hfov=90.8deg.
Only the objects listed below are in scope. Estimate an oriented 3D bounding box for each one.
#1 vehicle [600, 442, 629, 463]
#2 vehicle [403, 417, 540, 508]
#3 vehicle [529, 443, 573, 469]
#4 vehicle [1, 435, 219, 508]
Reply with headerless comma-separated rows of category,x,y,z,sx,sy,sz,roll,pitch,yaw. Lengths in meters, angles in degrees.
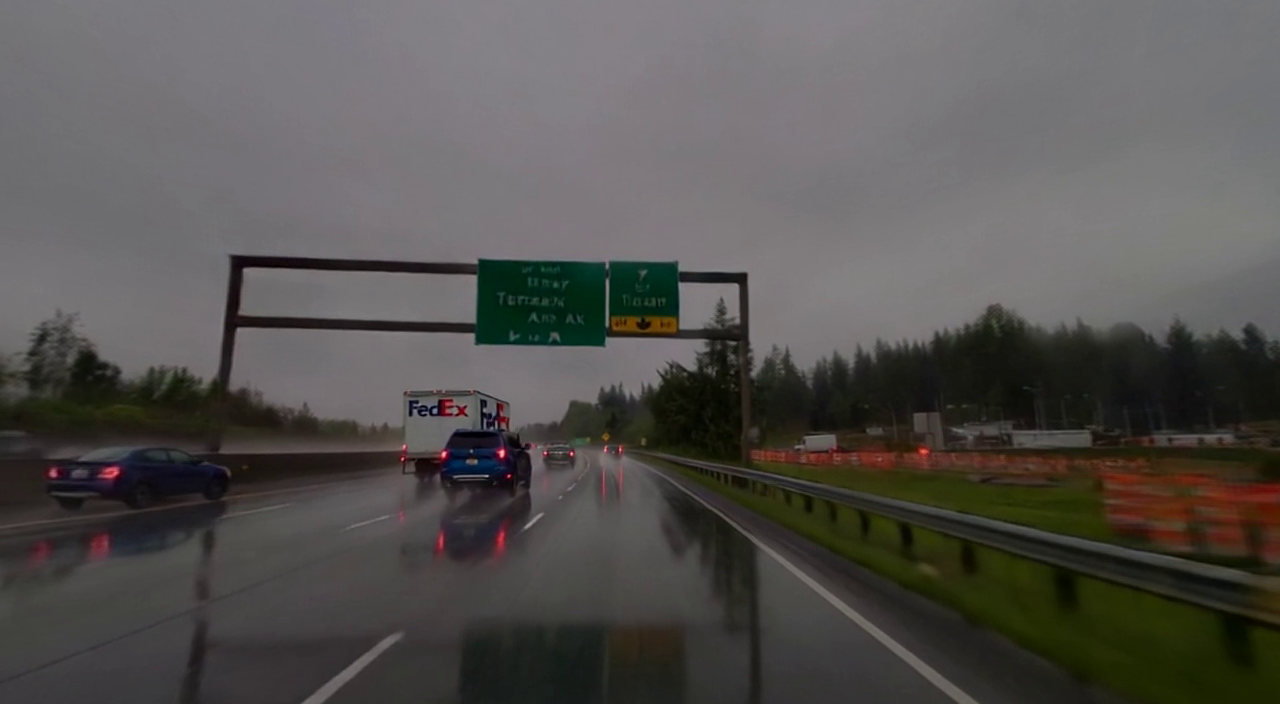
vehicle,-1.996,7.680,48.403,2.043,1.489,3.839,0,-9,-5
vehicle,-3.910,2.680,15.671,2.170,1.886,4.628,0,-9,-1
vehicle,-5.336,6.307,38.447,2.192,1.478,4.591,0,-9,-3
vehicle,-13.756,3.098,16.857,2.018,1.668,4.409,0,-9,-1
